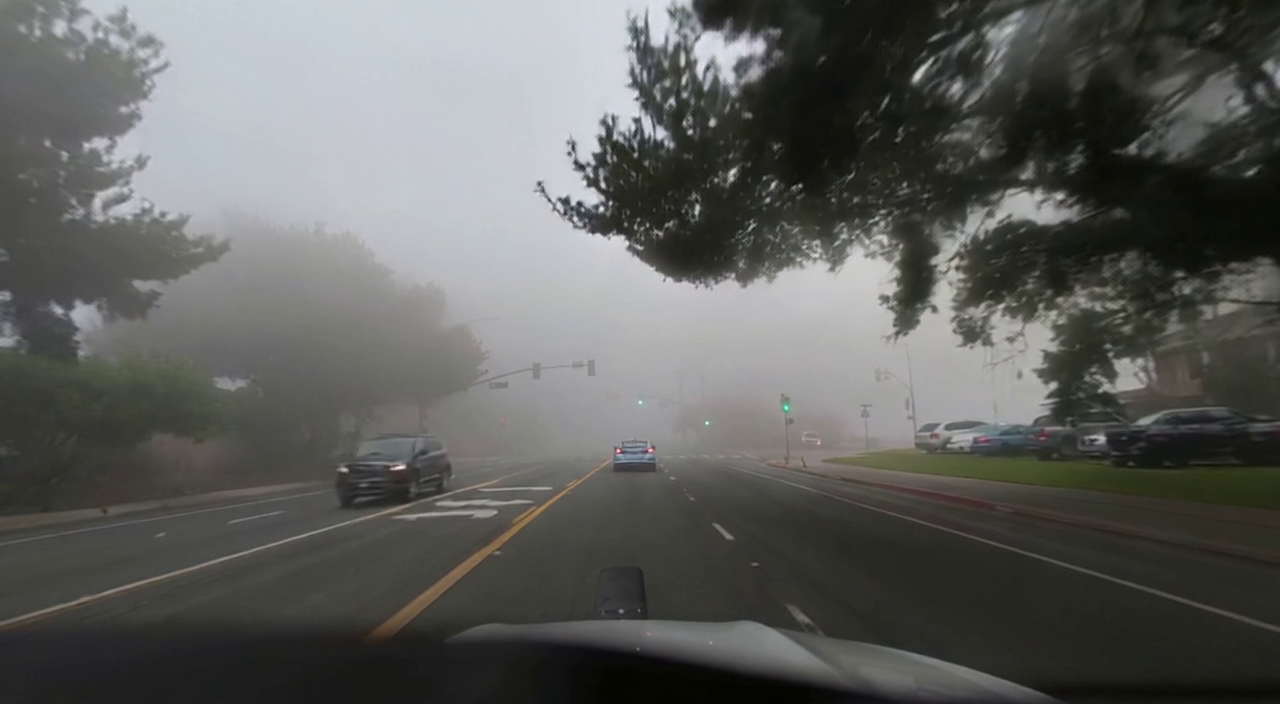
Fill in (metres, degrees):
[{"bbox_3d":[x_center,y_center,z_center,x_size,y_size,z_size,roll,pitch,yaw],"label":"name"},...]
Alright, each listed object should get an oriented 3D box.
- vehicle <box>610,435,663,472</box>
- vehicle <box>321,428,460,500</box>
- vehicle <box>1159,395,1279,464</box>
[{"bbox_3d":[-0.127,4.311,26.943,2.104,1.462,3.991,0,-9,1],"label":"vehicle"},{"bbox_3d":[-6.805,3.111,17.844,2.117,1.756,4.375,0,-9,0],"label":"vehicle"},{"bbox_3d":[16.622,2.035,16.468,4.352,1.670,1.974,0,-9,1],"label":"vehicle"}]
